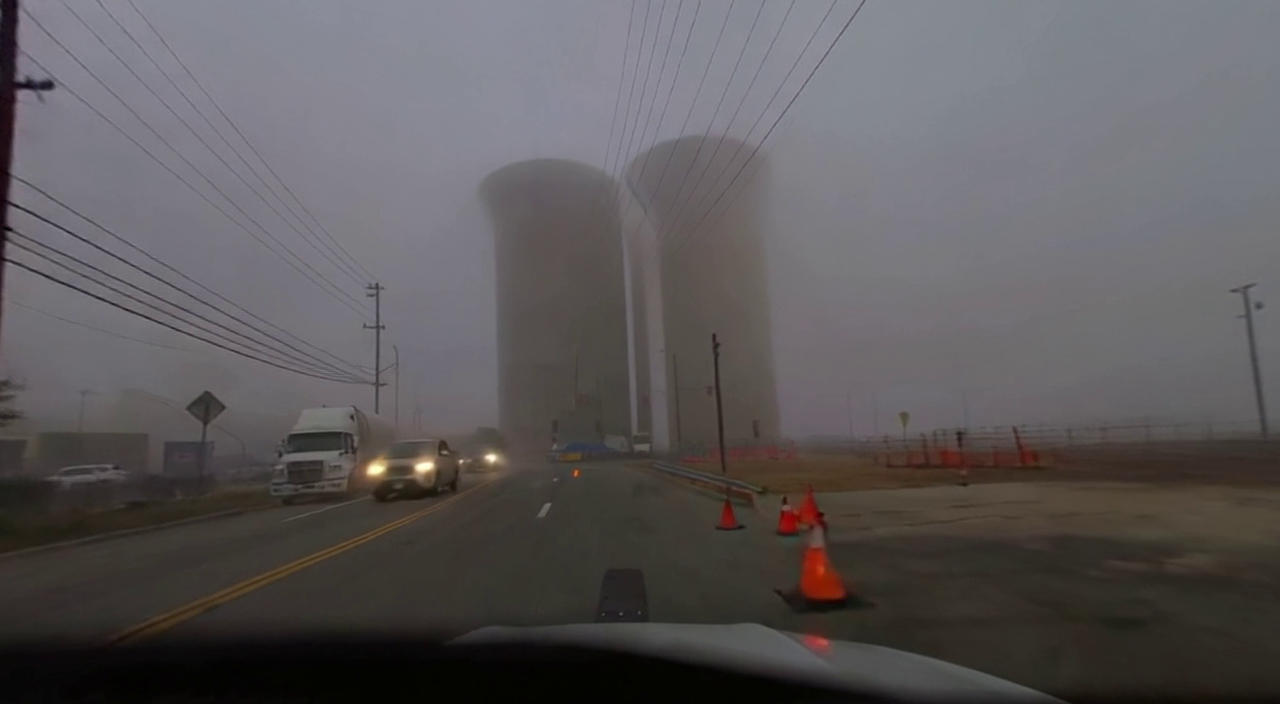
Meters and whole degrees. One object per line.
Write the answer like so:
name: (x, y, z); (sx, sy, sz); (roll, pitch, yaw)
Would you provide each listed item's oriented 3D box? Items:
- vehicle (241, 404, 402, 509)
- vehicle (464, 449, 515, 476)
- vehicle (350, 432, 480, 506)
vehicle: (-11.087, 3.740, 23.030); (2.905, 3.133, 7.675); (1, -9, -9)
vehicle: (-8.913, 6.575, 37.894); (2.117, 1.484, 4.544); (0, -9, -3)
vehicle: (-6.299, 3.337, 18.497); (2.282, 1.809, 5.297); (0, -9, -5)
